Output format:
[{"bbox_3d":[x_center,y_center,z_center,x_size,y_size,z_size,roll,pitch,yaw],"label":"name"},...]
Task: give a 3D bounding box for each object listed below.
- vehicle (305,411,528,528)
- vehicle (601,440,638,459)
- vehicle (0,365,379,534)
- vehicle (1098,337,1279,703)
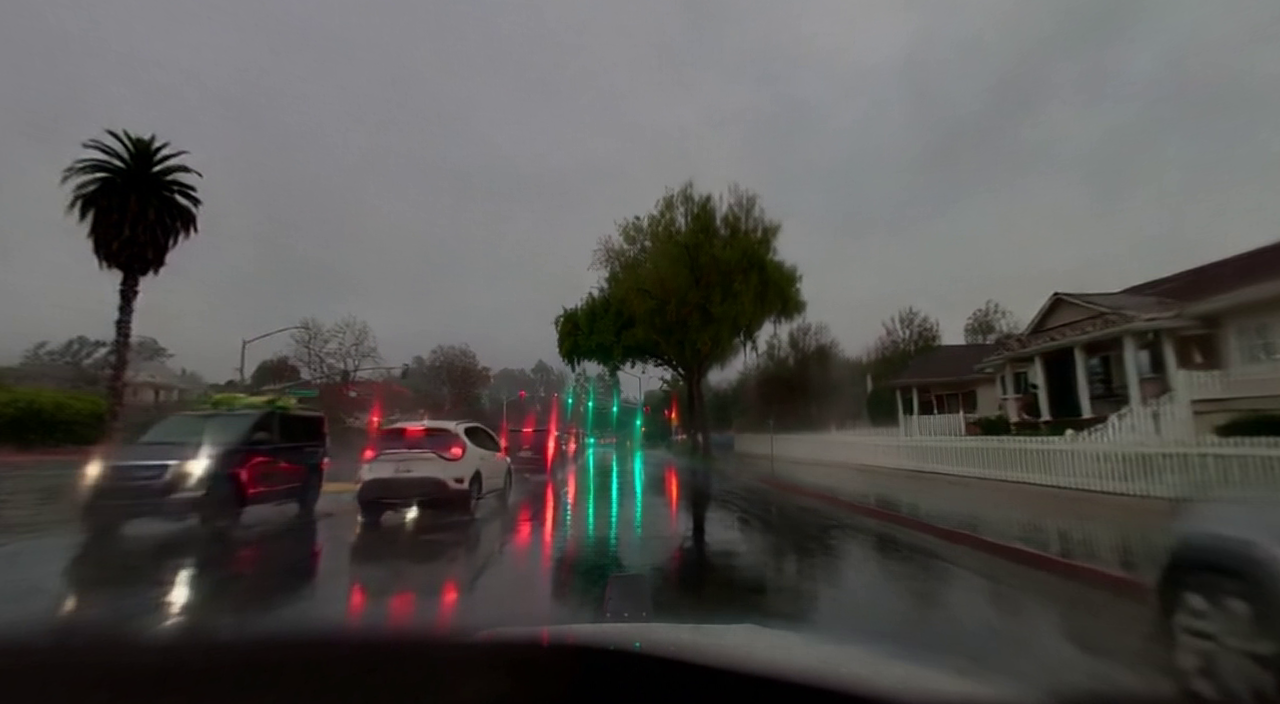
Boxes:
[{"bbox_3d":[-3.577,1.979,11.238,2.181,1.636,4.504,0,-8,2],"label":"vehicle"},{"bbox_3d":[-1.451,6.635,42.924,2.131,1.222,3.868,1,-8,-7],"label":"vehicle"},{"bbox_3d":[-6.995,1.640,10.990,2.507,2.141,5.764,0,-8,-1],"label":"vehicle"},{"bbox_3d":[3.683,0.649,1.551,1.801,1.746,4.325,0,-8,0],"label":"vehicle"}]
